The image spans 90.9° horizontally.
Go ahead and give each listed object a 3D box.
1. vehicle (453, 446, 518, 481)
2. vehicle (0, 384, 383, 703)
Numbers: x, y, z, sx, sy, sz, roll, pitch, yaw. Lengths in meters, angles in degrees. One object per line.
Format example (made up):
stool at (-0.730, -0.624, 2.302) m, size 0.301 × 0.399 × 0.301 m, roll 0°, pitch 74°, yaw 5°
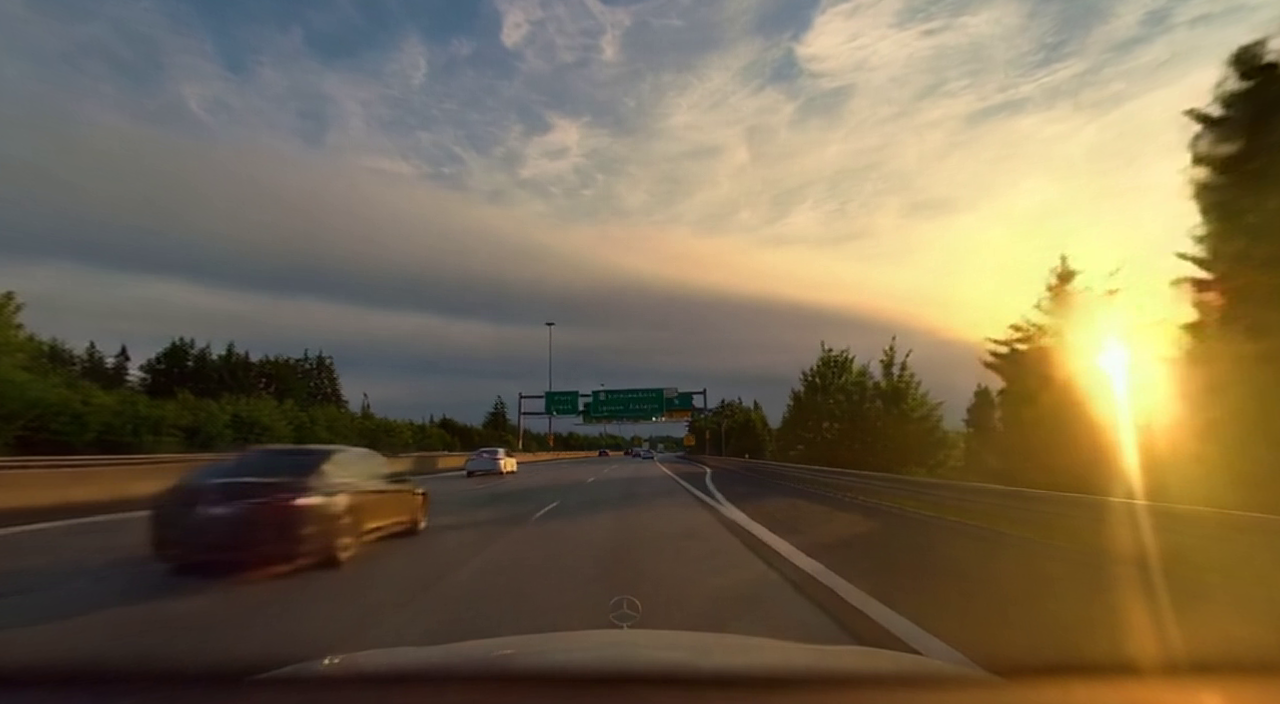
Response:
vehicle at (-7.136, 5.206, 29.656) m, size 1.835 × 1.459 × 4.636 m, roll 0°, pitch -9°, yaw 1°
vehicle at (-3.848, 1.233, 4.757) m, size 1.875 × 1.587 × 4.687 m, roll 1°, pitch -9°, yaw -1°
